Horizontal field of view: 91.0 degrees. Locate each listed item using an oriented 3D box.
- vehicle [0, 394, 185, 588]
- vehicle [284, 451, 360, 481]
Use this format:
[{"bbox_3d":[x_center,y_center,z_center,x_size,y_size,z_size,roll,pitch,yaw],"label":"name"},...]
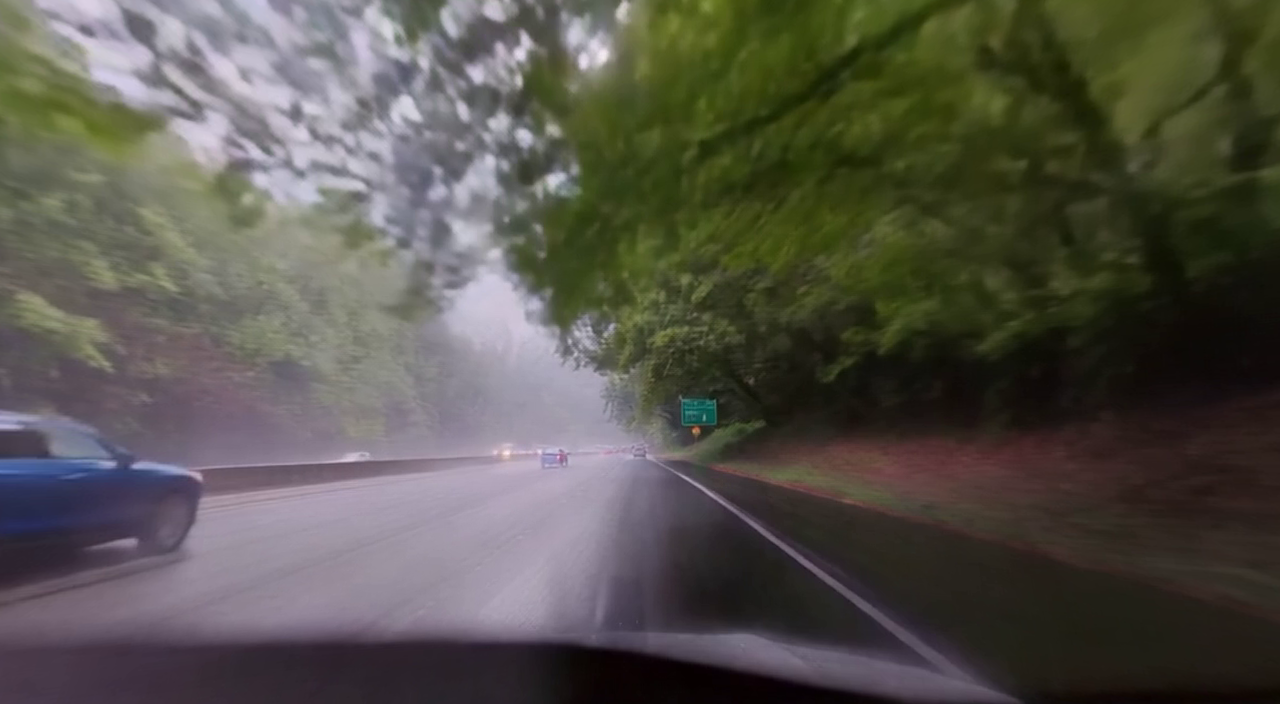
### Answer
[{"bbox_3d":[-7.165,1.307,5.904,2.253,1.815,4.618,0,-9,1],"label":"vehicle"},{"bbox_3d":[-17.539,6.278,35.017,1.847,1.484,4.412,0,-9,1],"label":"vehicle"}]
